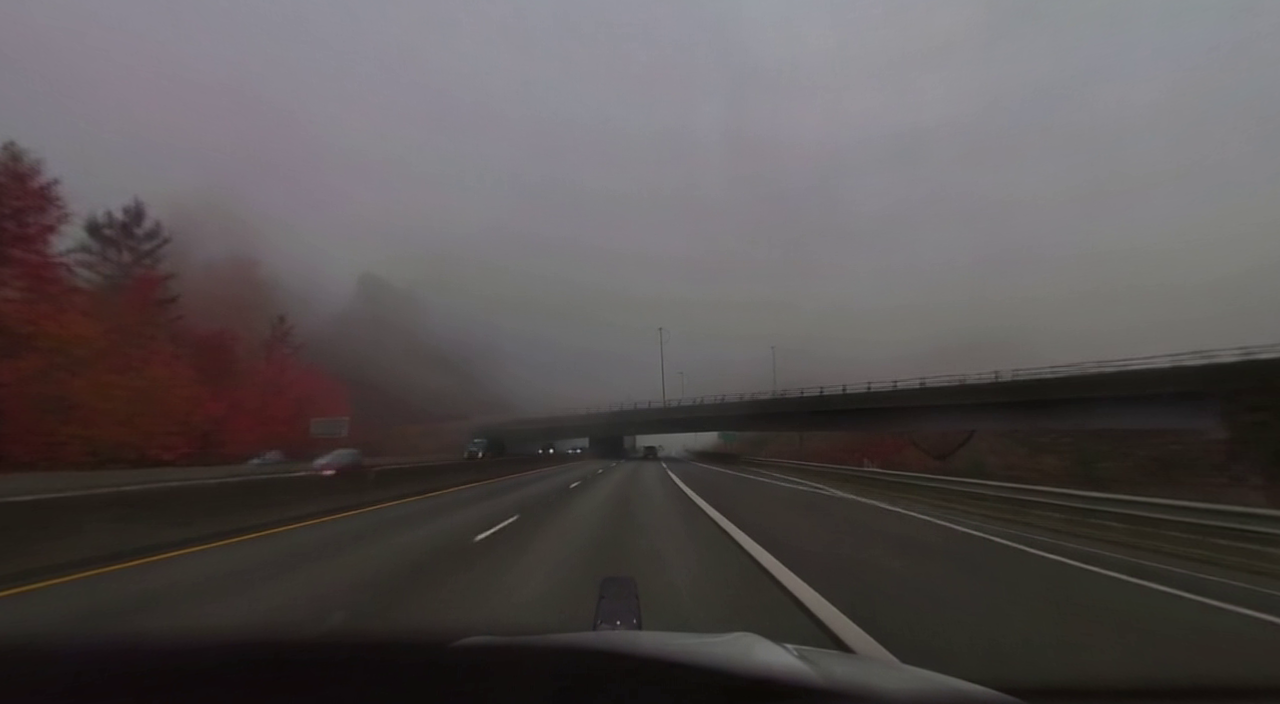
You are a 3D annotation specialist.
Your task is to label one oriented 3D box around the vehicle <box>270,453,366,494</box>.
[{"bbox_3d":[-13.008,4.913,25.598,1.816,1.465,3.865,-1,-9,0],"label":"vehicle"}]
